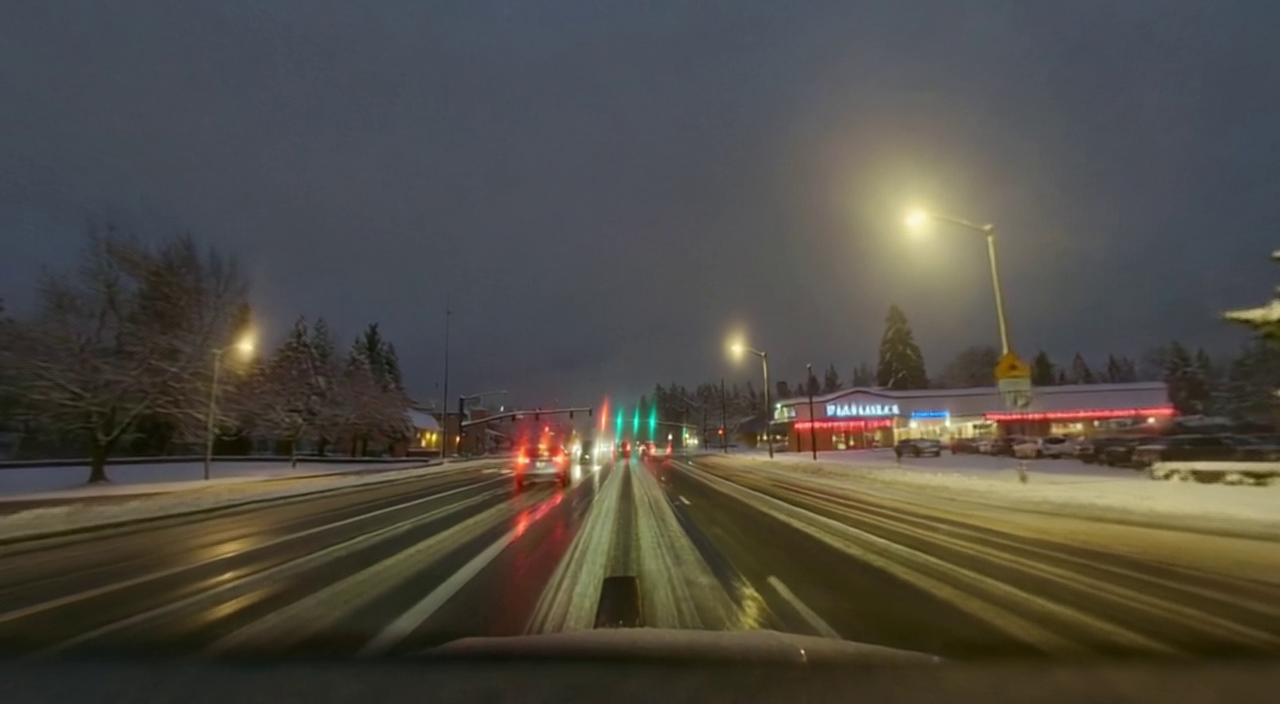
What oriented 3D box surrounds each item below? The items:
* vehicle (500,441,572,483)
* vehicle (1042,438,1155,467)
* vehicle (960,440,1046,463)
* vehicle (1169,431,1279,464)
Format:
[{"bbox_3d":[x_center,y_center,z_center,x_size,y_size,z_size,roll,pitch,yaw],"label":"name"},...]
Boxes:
[{"bbox_3d":[-3.992,4.322,25.079,2.097,1.497,4.571,0,-8,0],"label":"vehicle"},{"bbox_3d":[24.741,5.425,34.336,4.554,1.470,2.020,-4,-9,24],"label":"vehicle"},{"bbox_3d":[24.903,6.820,43.538,4.799,1.497,1.952,-4,-9,22],"label":"vehicle"},{"bbox_3d":[30.019,4.827,31.816,4.656,1.564,1.950,-4,-9,22],"label":"vehicle"}]
